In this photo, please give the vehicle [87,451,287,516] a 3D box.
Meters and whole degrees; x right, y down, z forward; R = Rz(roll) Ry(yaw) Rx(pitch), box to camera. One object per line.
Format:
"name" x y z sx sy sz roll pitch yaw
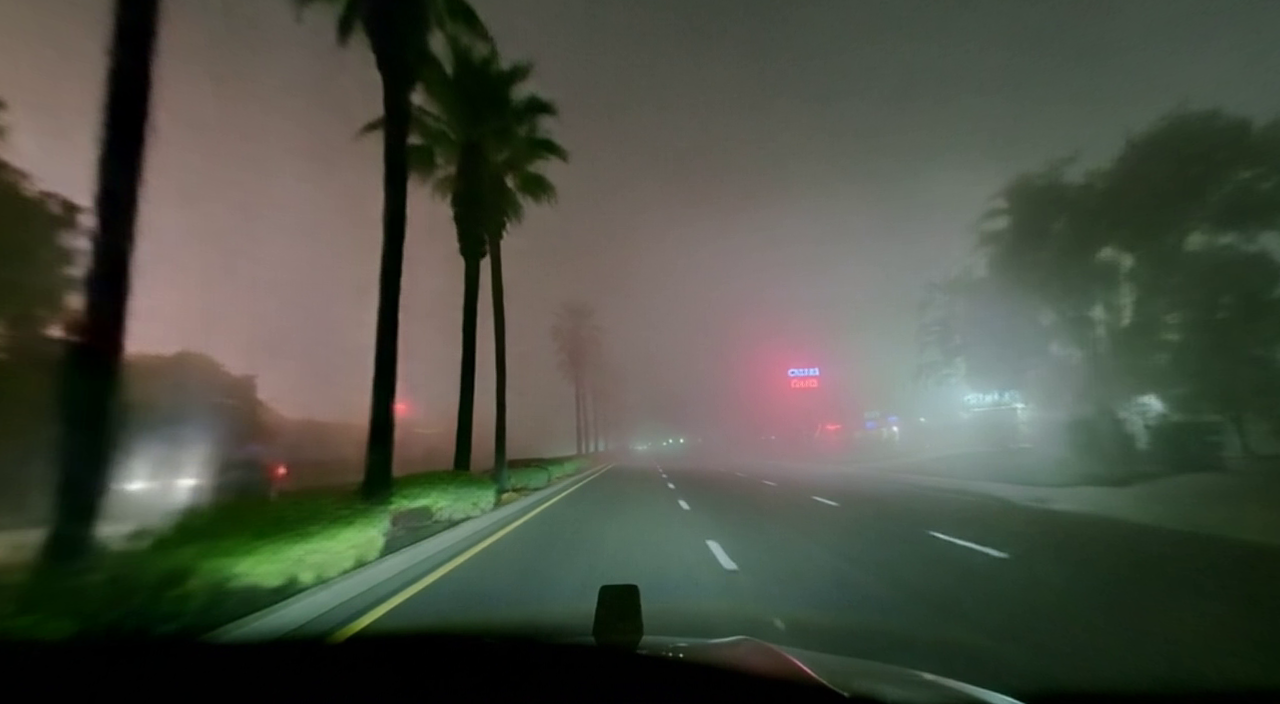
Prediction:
"vehicle" -11.980 3.462 17.230 2.015 1.484 4.651 0 -8 -1
